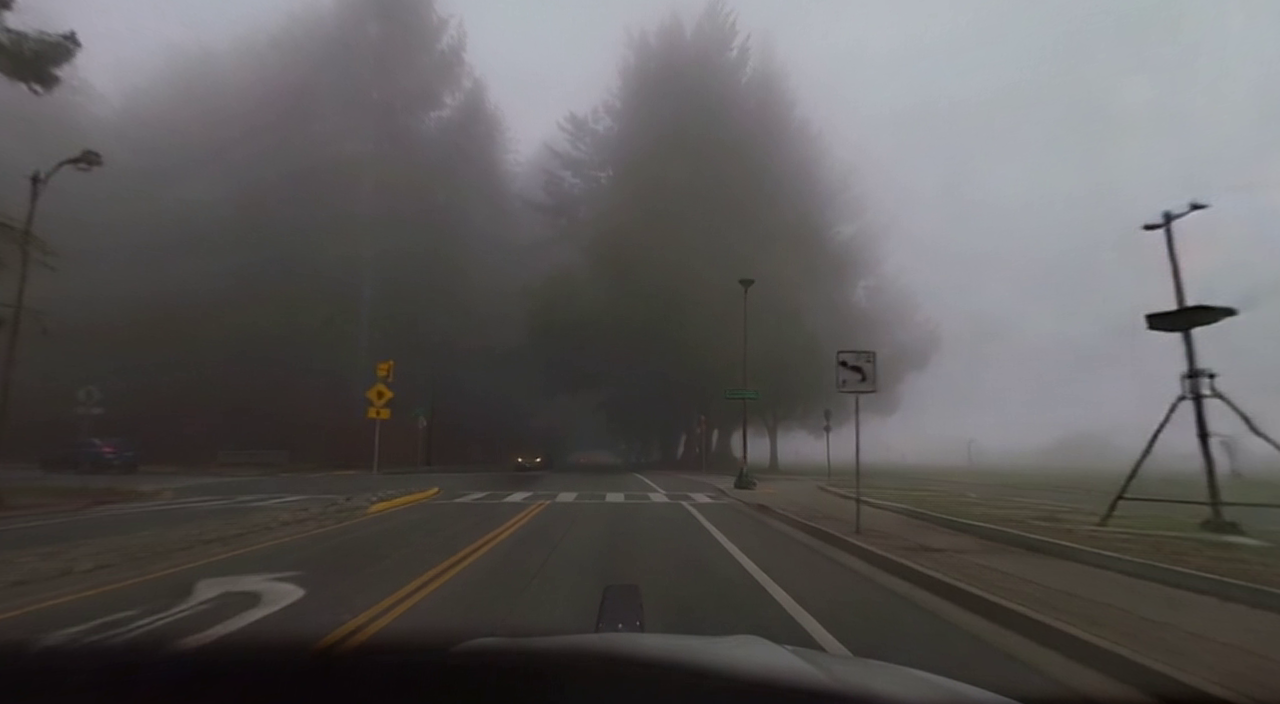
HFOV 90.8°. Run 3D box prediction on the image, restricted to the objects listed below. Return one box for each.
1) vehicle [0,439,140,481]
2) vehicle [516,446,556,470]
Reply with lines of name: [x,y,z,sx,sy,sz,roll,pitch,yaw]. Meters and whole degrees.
vehicle: [-22.189,4.105,24.178,4.534,1.488,1.930,-1,-8,3]
vehicle: [-7.889,8.068,48.268,2.036,1.686,4.780,-1,-8,2]
